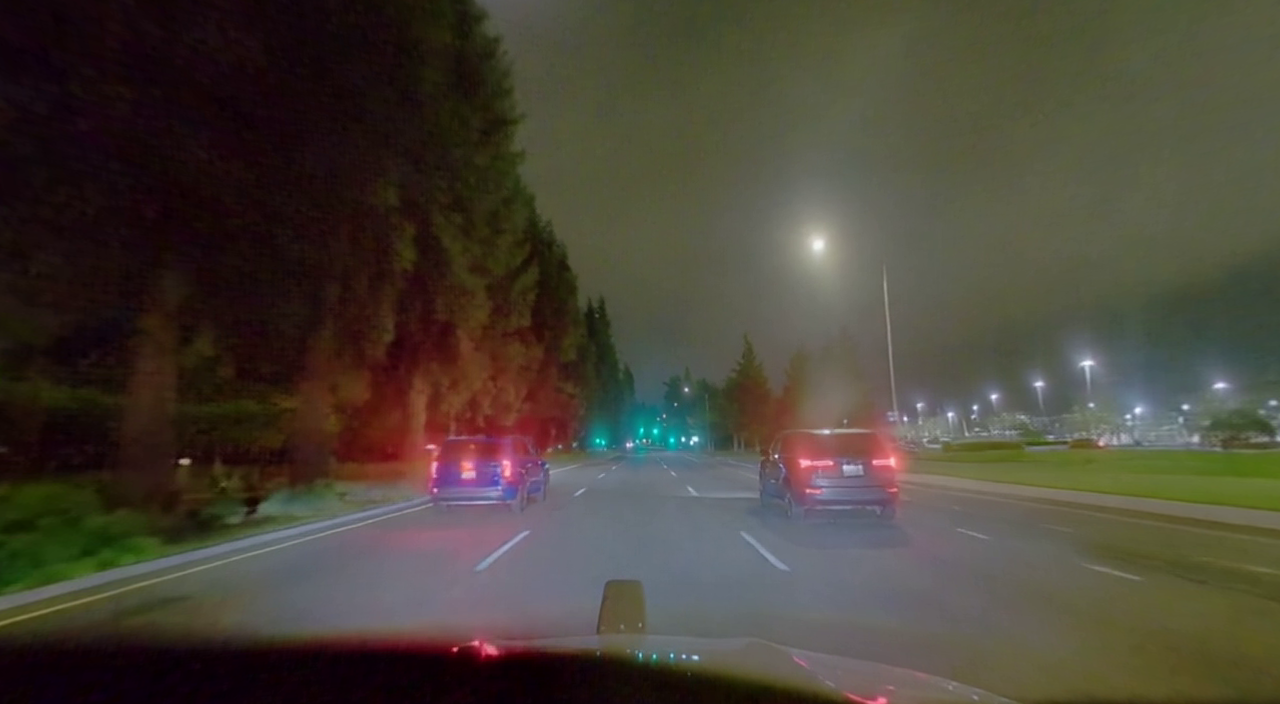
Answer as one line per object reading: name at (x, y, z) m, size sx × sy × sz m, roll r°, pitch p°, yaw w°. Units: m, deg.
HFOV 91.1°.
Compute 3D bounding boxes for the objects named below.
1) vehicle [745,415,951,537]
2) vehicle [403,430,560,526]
vehicle at (3.472, 2.195, 11.787) m, size 2.087 × 1.759 × 5.040 m, roll 0°, pitch -8°, yaw -1°
vehicle at (-3.009, 2.496, 13.025) m, size 2.025 × 1.635 × 4.293 m, roll 0°, pitch -8°, yaw 2°
